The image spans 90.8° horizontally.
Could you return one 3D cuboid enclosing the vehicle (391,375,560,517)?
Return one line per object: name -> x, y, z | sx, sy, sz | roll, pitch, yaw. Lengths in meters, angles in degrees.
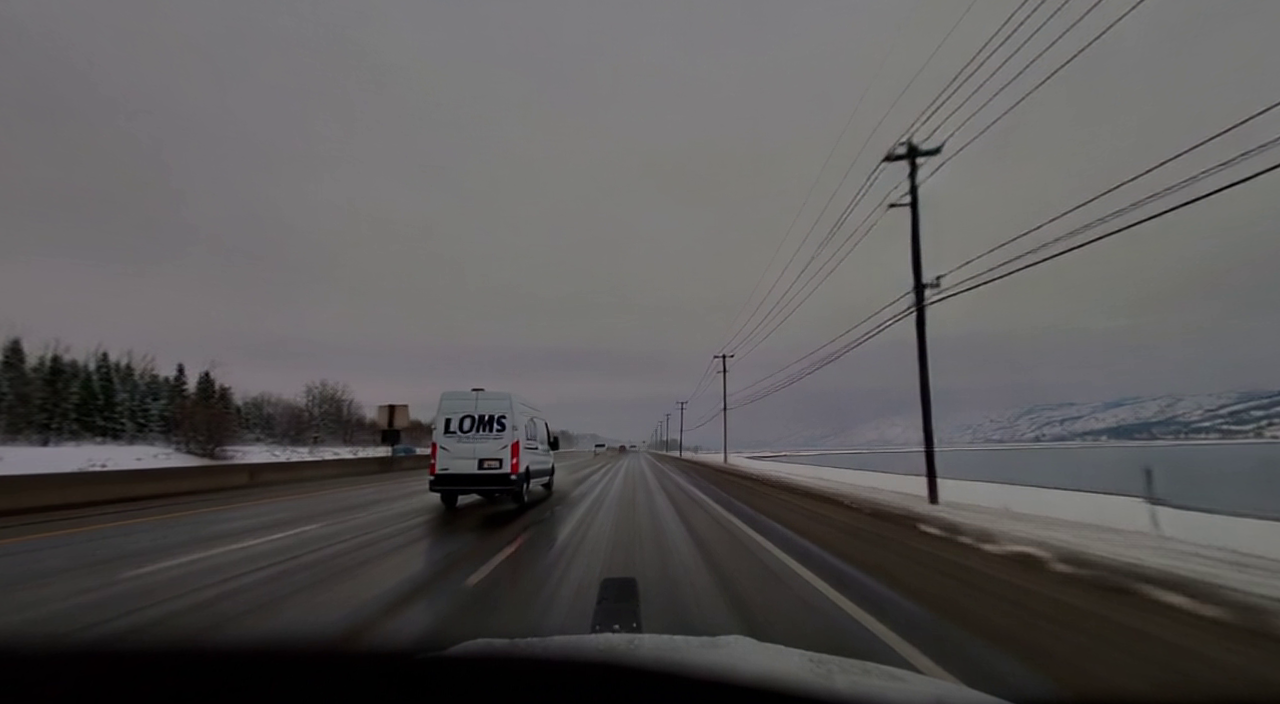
vehicle -> -3.623, 2.314, 15.698 | 2.331, 2.757, 6.581 | 0, -8, 1
